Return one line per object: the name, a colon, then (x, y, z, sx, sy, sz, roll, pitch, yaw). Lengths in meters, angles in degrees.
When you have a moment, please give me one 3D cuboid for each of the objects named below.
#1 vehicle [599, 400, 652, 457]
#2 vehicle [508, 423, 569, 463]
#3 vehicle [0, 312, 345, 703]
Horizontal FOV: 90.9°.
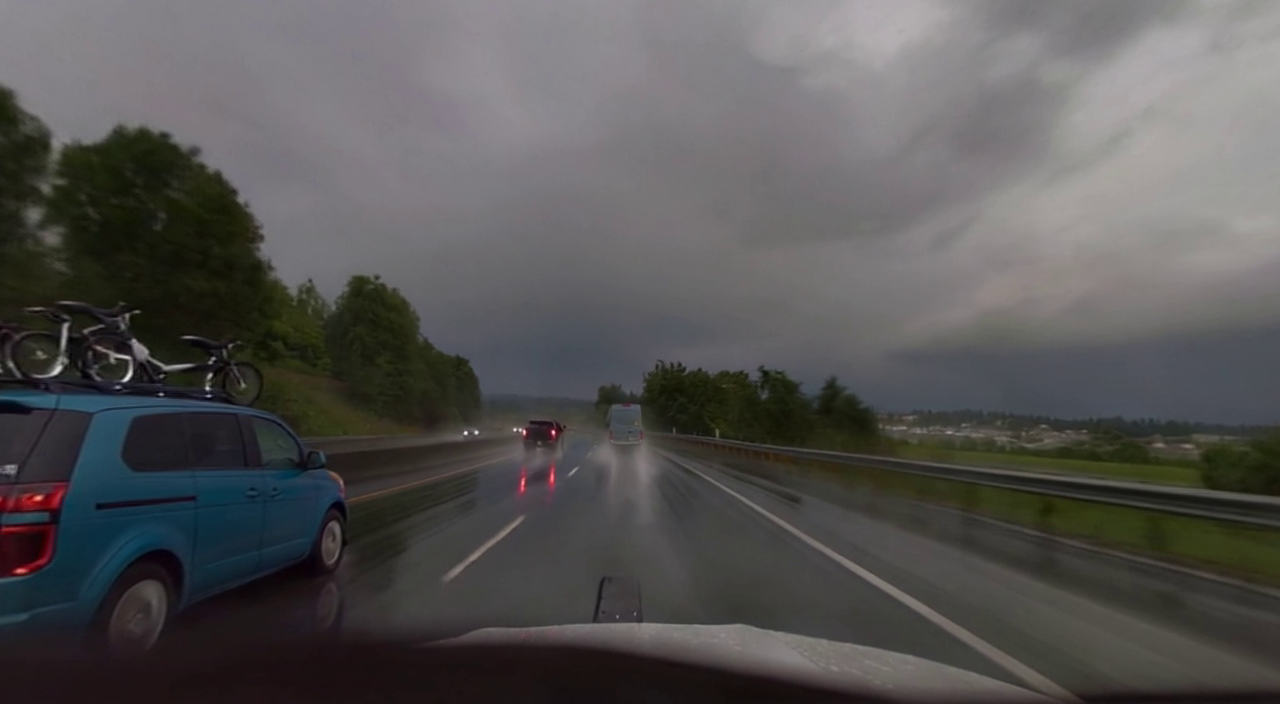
vehicle: (-0.883, 4.298, 35.278, 2.647, 2.896, 6.480, 0, -7, -3)
vehicle: (-4.541, 4.131, 28.847, 2.110, 1.636, 4.453, 0, -7, -1)
vehicle: (-3.646, 0.808, 3.227, 2.069, 1.751, 4.720, 0, -7, -1)
